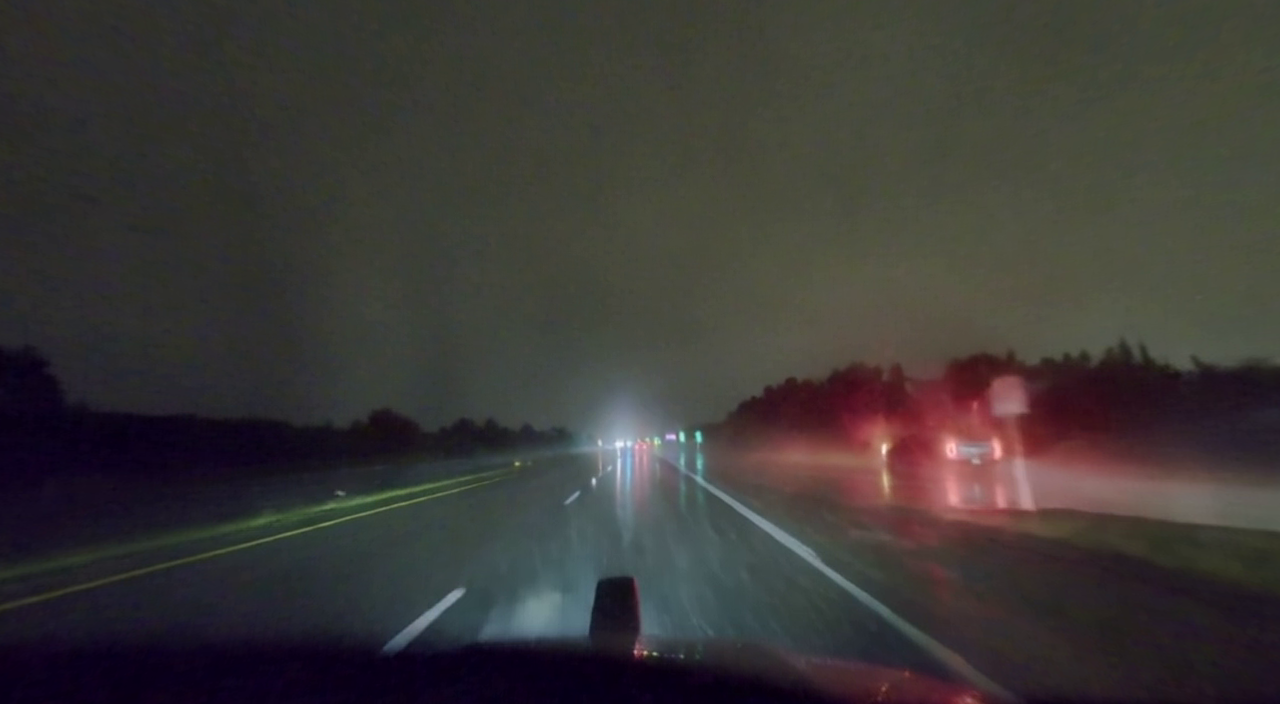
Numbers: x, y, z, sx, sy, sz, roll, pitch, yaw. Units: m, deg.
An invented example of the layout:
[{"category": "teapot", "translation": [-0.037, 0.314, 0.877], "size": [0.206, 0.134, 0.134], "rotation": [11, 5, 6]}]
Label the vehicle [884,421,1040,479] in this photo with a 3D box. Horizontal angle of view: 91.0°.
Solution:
[{"category": "vehicle", "translation": [11.940, 3.673, 23.895], "size": [2.328, 1.916, 5.227], "rotation": [1, -8, -13]}]
